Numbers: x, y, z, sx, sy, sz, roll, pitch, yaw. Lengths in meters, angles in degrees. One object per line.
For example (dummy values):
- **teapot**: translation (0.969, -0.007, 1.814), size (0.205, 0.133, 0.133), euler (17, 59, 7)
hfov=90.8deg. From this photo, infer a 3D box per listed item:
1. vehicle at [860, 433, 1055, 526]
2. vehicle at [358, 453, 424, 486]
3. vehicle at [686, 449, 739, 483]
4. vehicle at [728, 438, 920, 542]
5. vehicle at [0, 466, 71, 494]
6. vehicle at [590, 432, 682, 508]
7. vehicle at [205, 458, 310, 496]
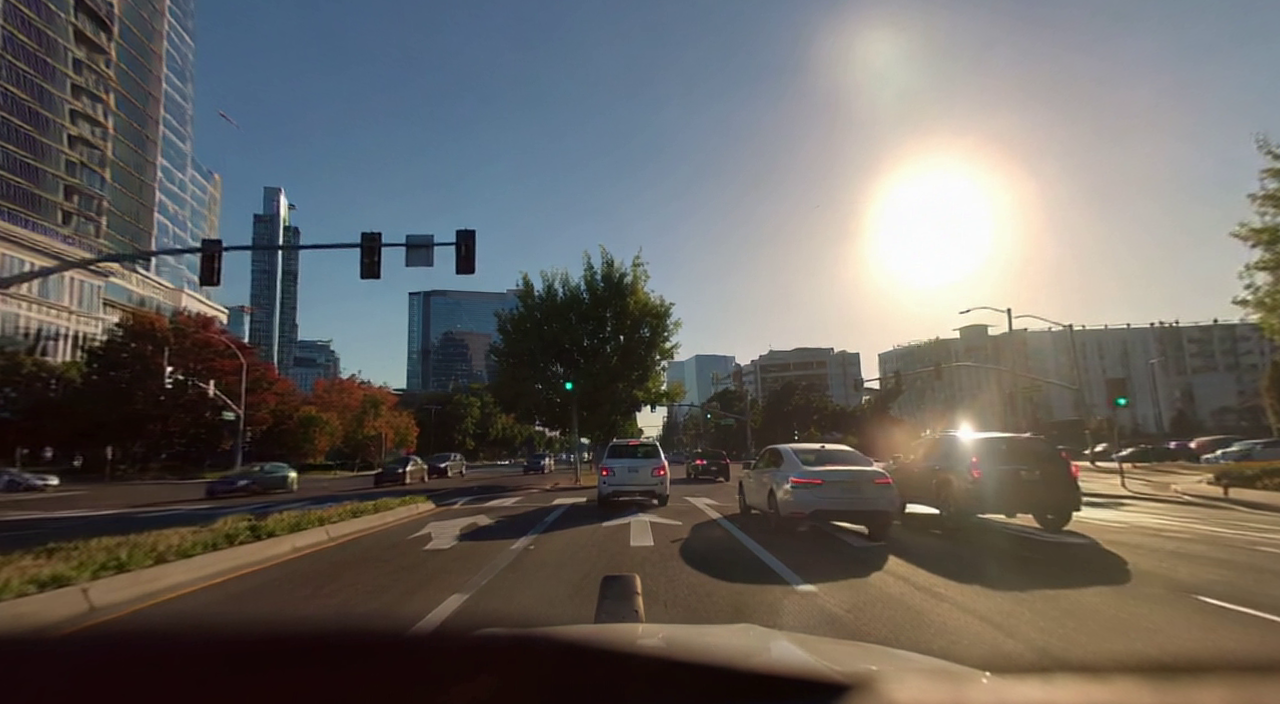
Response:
- **vehicle**: translation (6.721, 2.717, 14.058), size (1.987, 1.730, 4.373), euler (0, -9, -1)
- **vehicle**: translation (-14.235, 6.702, 36.434), size (1.961, 1.693, 4.557), euler (0, -9, 0)
- **vehicle**: translation (3.488, 5.604, 31.266), size (2.004, 1.523, 4.263), euler (0, -9, -1)
- **vehicle**: translation (3.142, 2.468, 12.054), size (2.034, 1.558, 4.774), euler (0, -9, -2)
- **vehicle**: translation (-35.125, 7.105, 35.039), size (4.845, 1.442, 1.880), euler (2, -9, -13)
- **vehicle**: translation (-0.122, 3.216, 17.645), size (2.236, 1.827, 4.316), euler (0, -9, 0)
- **vehicle**: translation (-17.559, 5.753, 29.335), size (1.911, 1.483, 4.849), euler (-1, -9, 0)
